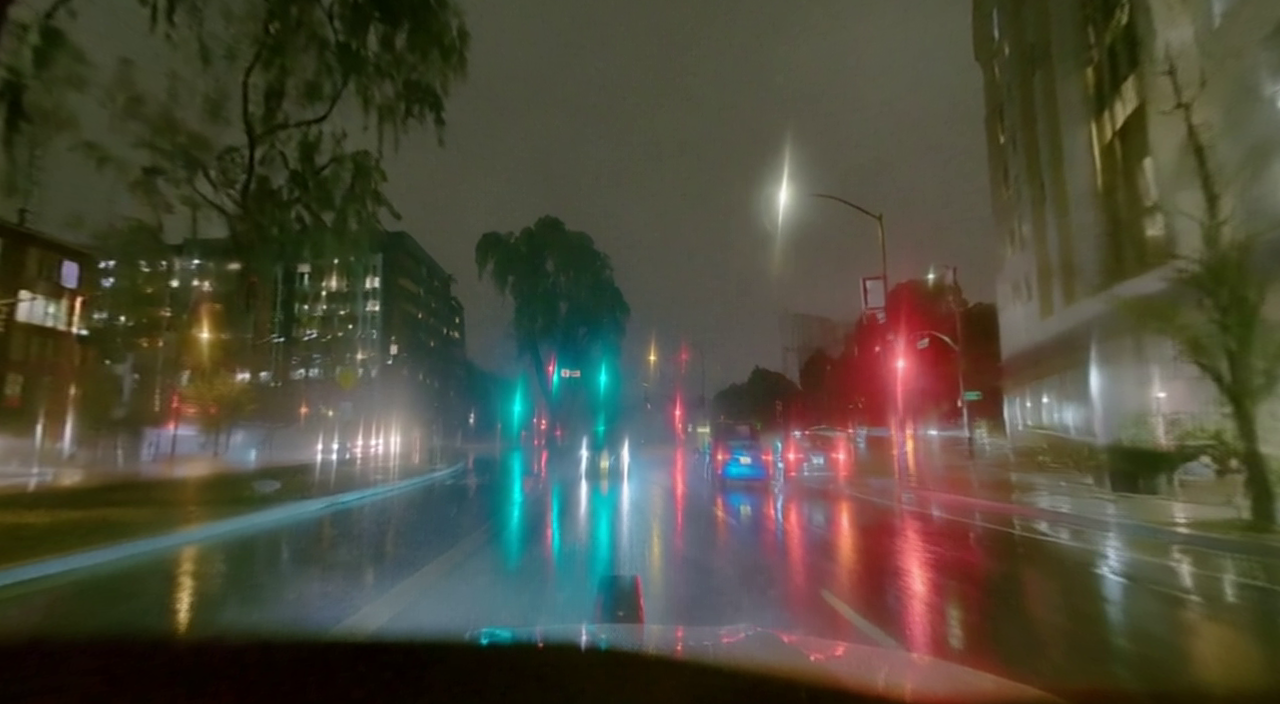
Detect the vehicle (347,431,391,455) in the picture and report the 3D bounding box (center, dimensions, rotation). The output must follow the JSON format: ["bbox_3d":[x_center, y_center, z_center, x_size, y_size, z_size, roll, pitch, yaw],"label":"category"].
[{"bbox_3d":[-20.989,7.077,49.123,2.207,1.765,4.569,2,-9,-11],"label":"vehicle"}]

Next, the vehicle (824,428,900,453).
[{"bbox_3d":[16.636,6.659,47.479,5.023,1.756,2.001,-1,-9,8],"label":"vehicle"}]

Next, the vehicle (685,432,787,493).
[{"bbox_3d":[2.494,3.026,17.633,1.918,1.479,4.468,1,-9,-3],"label":"vehicle"}]

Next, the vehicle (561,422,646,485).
[{"bbox_3d":[-1.192,3.111,19.559,2.317,1.713,4.231,1,-9,-5],"label":"vehicle"}]
